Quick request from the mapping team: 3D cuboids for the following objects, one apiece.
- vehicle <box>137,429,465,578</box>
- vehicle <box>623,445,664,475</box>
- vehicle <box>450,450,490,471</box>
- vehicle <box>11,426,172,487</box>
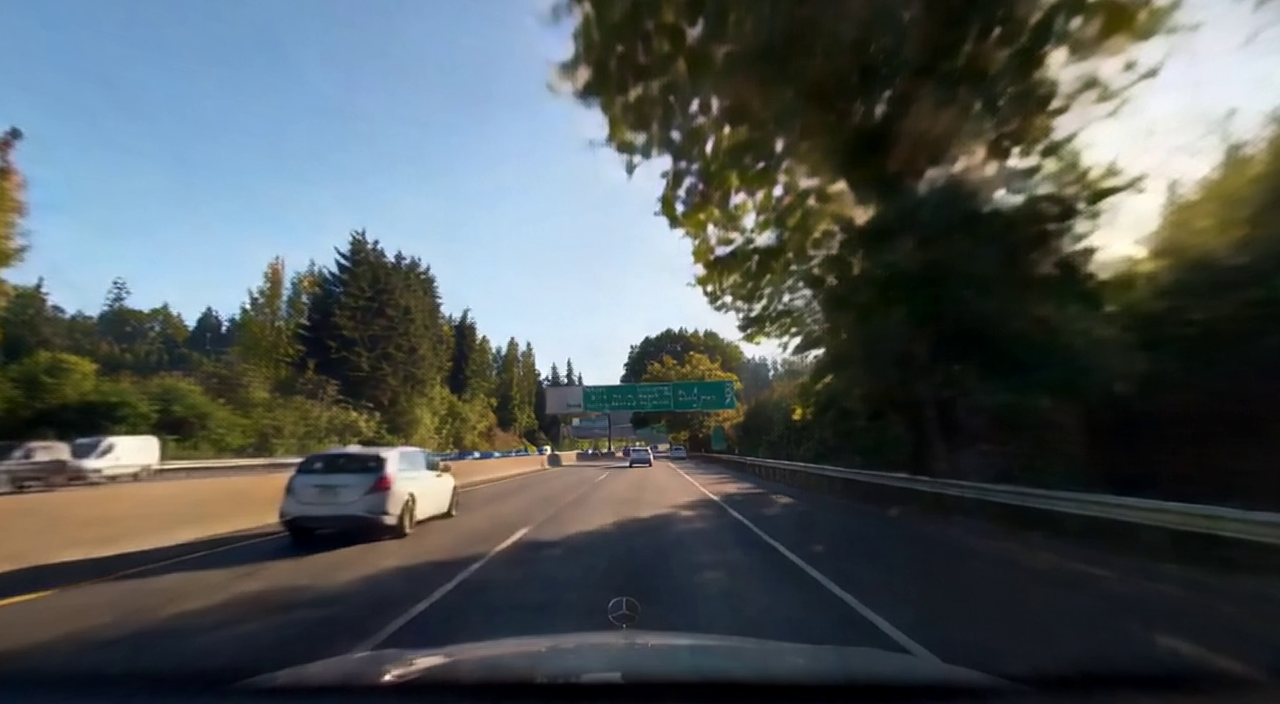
[{"bbox_3d":[-4.200,1.952,8.937,2.081,1.534,4.543,0,-9,1],"label":"vehicle"},{"bbox_3d":[0.174,5.504,32.257,1.960,1.456,3.818,0,-9,0],"label":"vehicle"},{"bbox_3d":[-12.374,7.888,46.127,1.787,1.447,3.776,-1,-9,1],"label":"vehicle"},{"bbox_3d":[-27.100,5.206,31.584,2.515,2.725,6.031,0,-9,0],"label":"vehicle"}]
